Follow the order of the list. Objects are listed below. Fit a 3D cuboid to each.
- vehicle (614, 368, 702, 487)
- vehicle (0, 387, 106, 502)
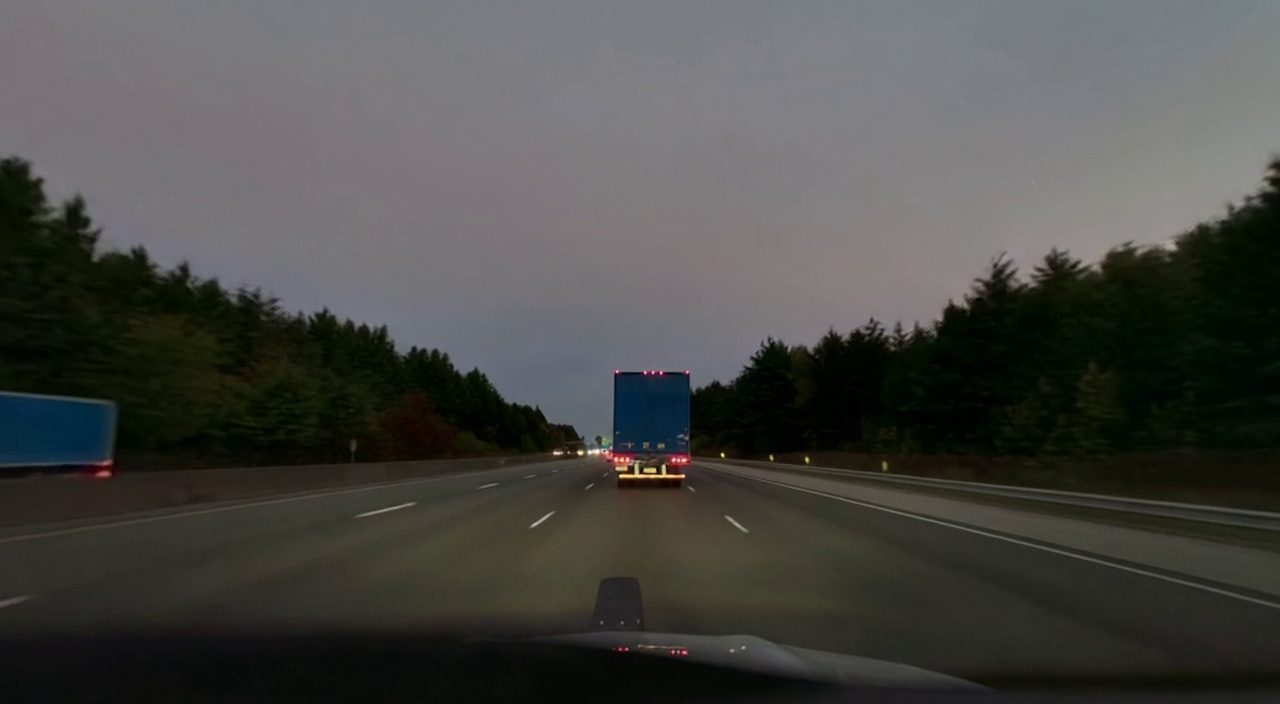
[{"bbox_3d":[0.543,3.270,26.106,2.898,3.973,10.063,0,-9,-1],"label":"vehicle"},{"bbox_3d":[-23.845,2.754,18.933,2.911,3.971,14.598,0,-9,0],"label":"vehicle"}]
